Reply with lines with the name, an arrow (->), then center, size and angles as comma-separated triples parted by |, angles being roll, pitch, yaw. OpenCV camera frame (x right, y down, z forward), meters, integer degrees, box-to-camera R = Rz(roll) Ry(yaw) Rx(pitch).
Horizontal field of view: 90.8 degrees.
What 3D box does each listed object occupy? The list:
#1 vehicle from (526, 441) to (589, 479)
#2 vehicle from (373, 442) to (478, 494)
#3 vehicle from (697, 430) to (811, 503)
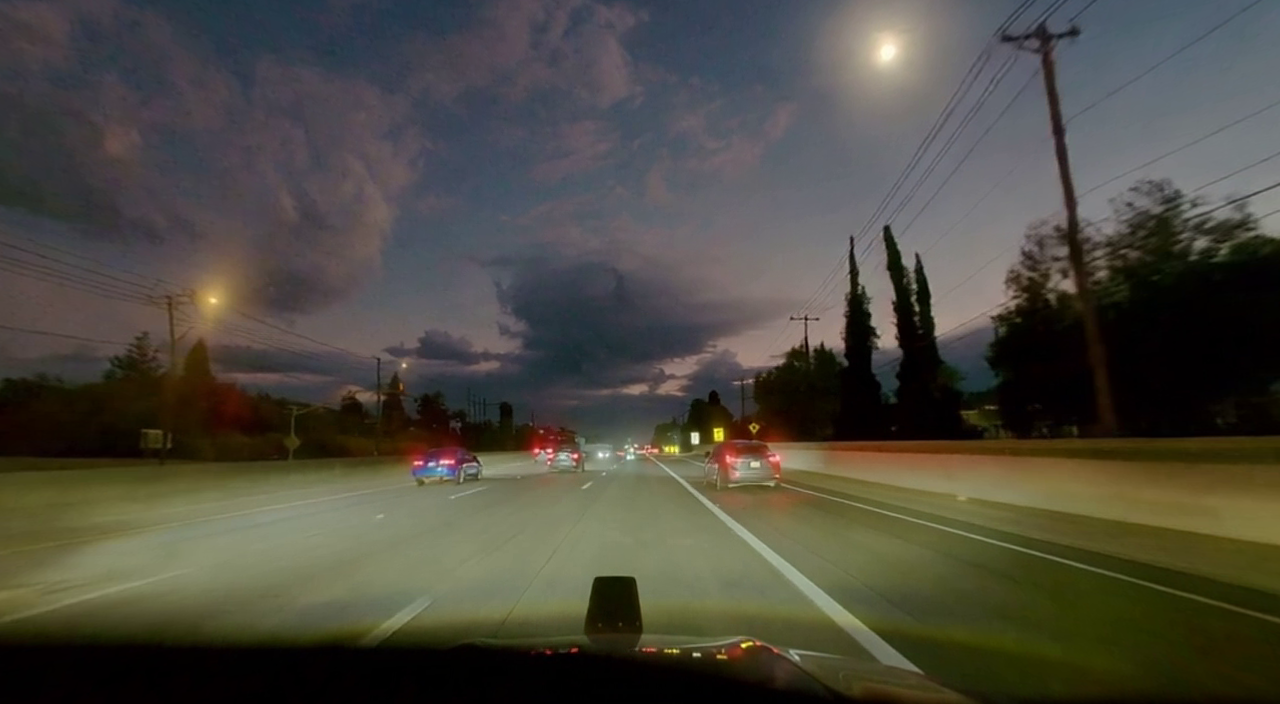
vehicle -> -3.426, 4.562, 26.999 | 2.066, 1.488, 4.377 | 0, -8, 1
vehicle -> -6.707, 3.638, 20.269 | 1.903, 1.482, 4.180 | 0, -8, 0
vehicle -> 2.837, 2.979, 16.856 | 2.100, 1.659, 4.387 | 0, -8, -1
